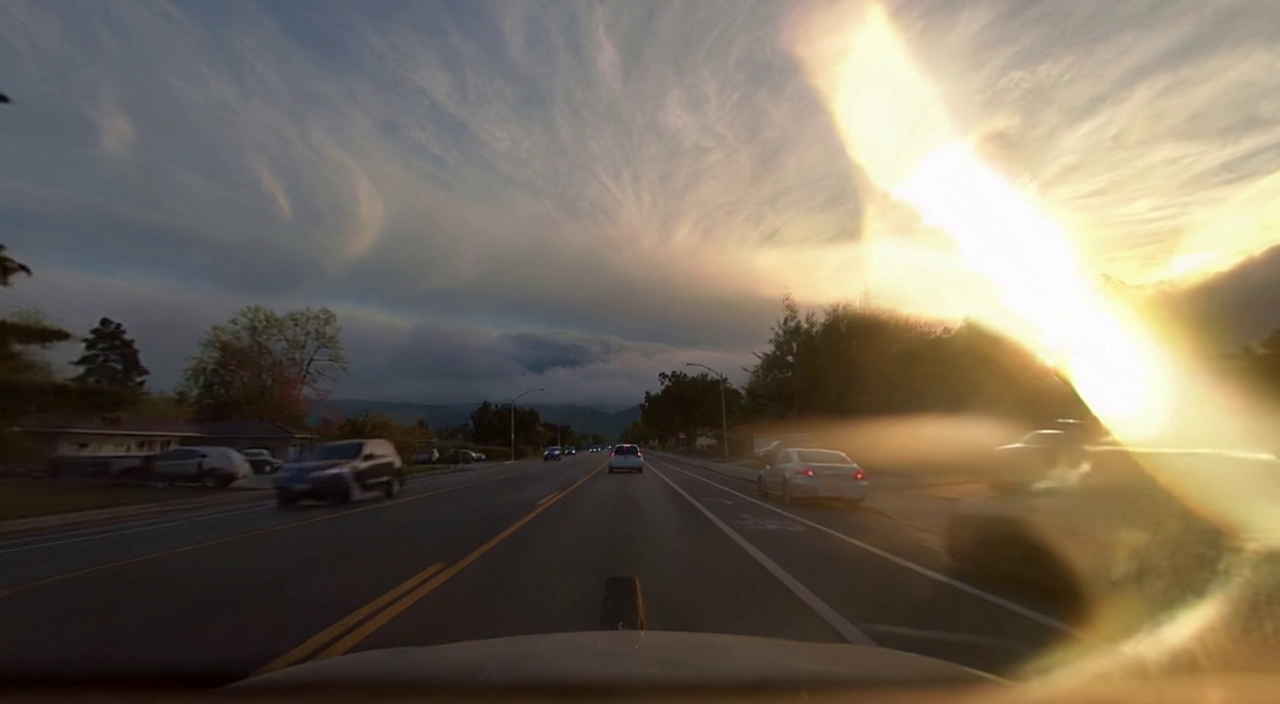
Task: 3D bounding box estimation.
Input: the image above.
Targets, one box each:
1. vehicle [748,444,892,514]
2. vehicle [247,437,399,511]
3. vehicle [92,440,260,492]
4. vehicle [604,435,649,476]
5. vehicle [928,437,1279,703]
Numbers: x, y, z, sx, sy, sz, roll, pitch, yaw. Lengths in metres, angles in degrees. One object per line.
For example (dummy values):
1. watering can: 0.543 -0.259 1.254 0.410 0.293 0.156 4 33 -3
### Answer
1. vehicle: 4.273 3.090 16.018 2.001 1.480 5.022 0 -9 -2
2. vehicle: -8.721 3.370 17.942 1.999 1.806 4.479 0 -9 0
3. vehicle: -19.908 4.906 27.330 5.551 1.870 2.183 -3 -8 -1
4. vehicle: -0.674 5.403 33.214 2.153 1.942 4.767 0 -9 0
5. vehicle: 4.499 1.459 5.166 1.963 1.469 4.709 0 -9 -1
